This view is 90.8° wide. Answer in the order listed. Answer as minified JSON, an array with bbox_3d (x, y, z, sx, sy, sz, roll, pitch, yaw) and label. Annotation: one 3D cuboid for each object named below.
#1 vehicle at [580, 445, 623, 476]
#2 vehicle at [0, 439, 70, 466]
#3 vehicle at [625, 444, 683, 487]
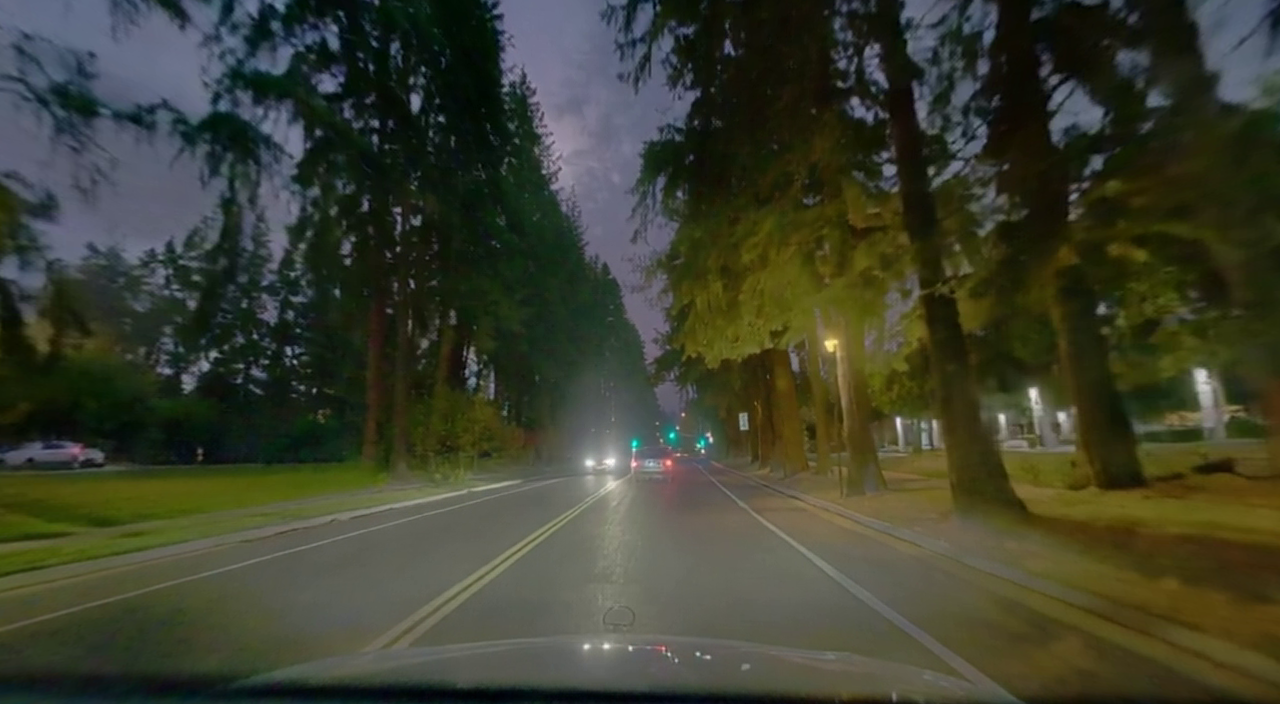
[{"bbox_3d":[-2.267,6.523,38.242,2.078,1.720,3.822,-1,-8,4],"label":"vehicle"},{"bbox_3d":[-45.522,7.306,45.823,2.560,1.858,5.752,-4,-9,7],"label":"vehicle"},{"bbox_3d":[0.660,4.587,25.850,2.152,1.574,4.223,-1,-8,4],"label":"vehicle"}]
